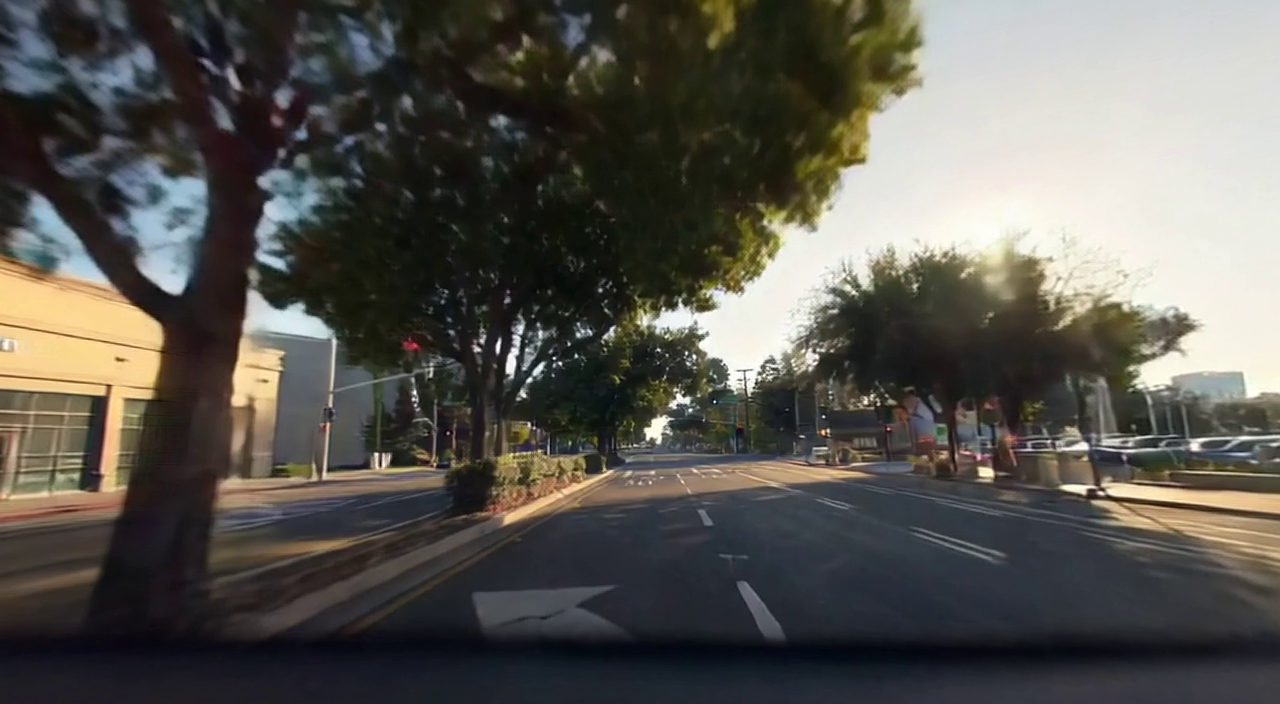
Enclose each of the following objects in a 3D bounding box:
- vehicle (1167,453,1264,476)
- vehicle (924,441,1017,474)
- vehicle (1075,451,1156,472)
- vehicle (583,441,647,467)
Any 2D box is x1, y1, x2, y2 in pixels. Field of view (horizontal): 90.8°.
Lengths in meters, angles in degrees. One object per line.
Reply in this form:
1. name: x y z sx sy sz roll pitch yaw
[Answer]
1. vehicle: 40.530 7.881 44.596 1.790 1.474 4.620 4 -9 -25
2. vehicle: 23.666 7.552 45.540 2.195 2.201 5.616 5 -10 -26
3. vehicle: 37.446 8.595 49.871 1.868 1.566 4.647 5 -10 -28
4. vehicle: -1.794 7.165 44.567 2.010 1.728 4.408 8 -12 -44
